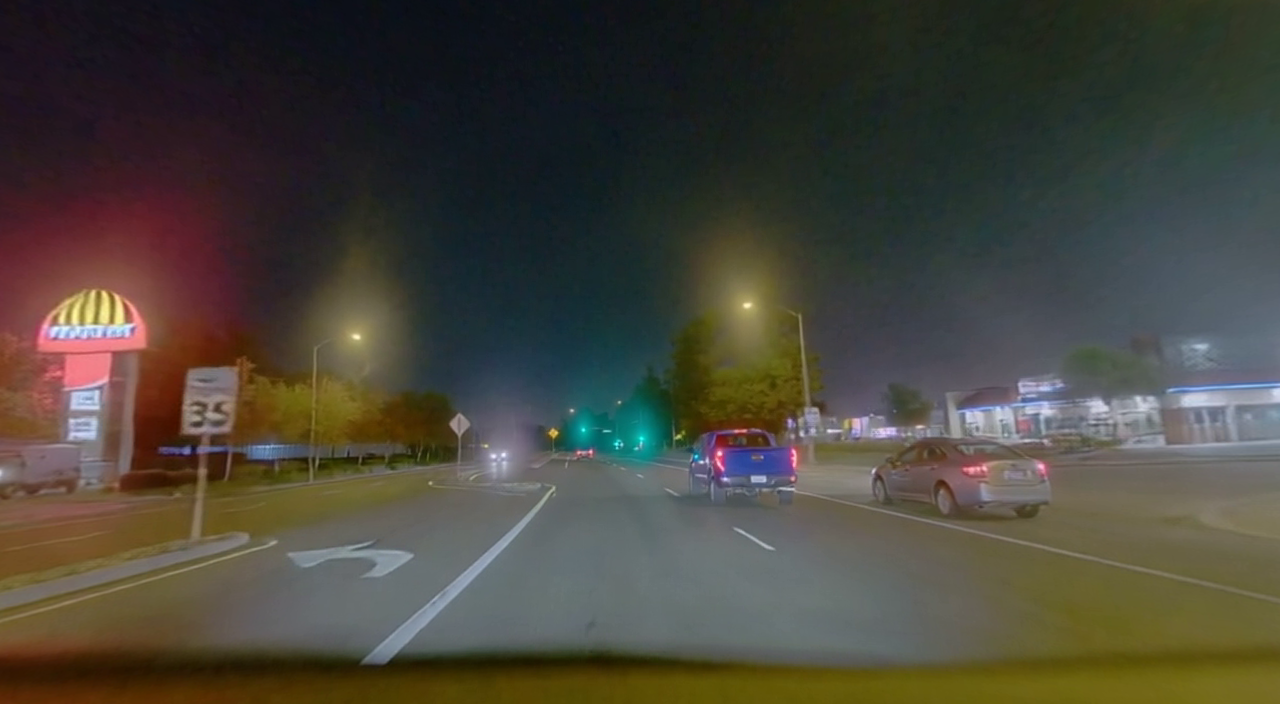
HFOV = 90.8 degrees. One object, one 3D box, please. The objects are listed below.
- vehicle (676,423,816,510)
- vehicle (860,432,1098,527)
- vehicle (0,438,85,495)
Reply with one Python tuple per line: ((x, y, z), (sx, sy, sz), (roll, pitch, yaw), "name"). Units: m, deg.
((2.321, 2.707, 15.468), (2.214, 1.749, 4.998), (1, -8, -4), "vehicle")
((6.133, 2.327, 12.183), (1.986, 1.480, 4.296), (1, -8, -4), "vehicle")
((-31.274, 5.646, 31.514), (2.217, 2.629, 5.839), (1, -8, -7), "vehicle")
